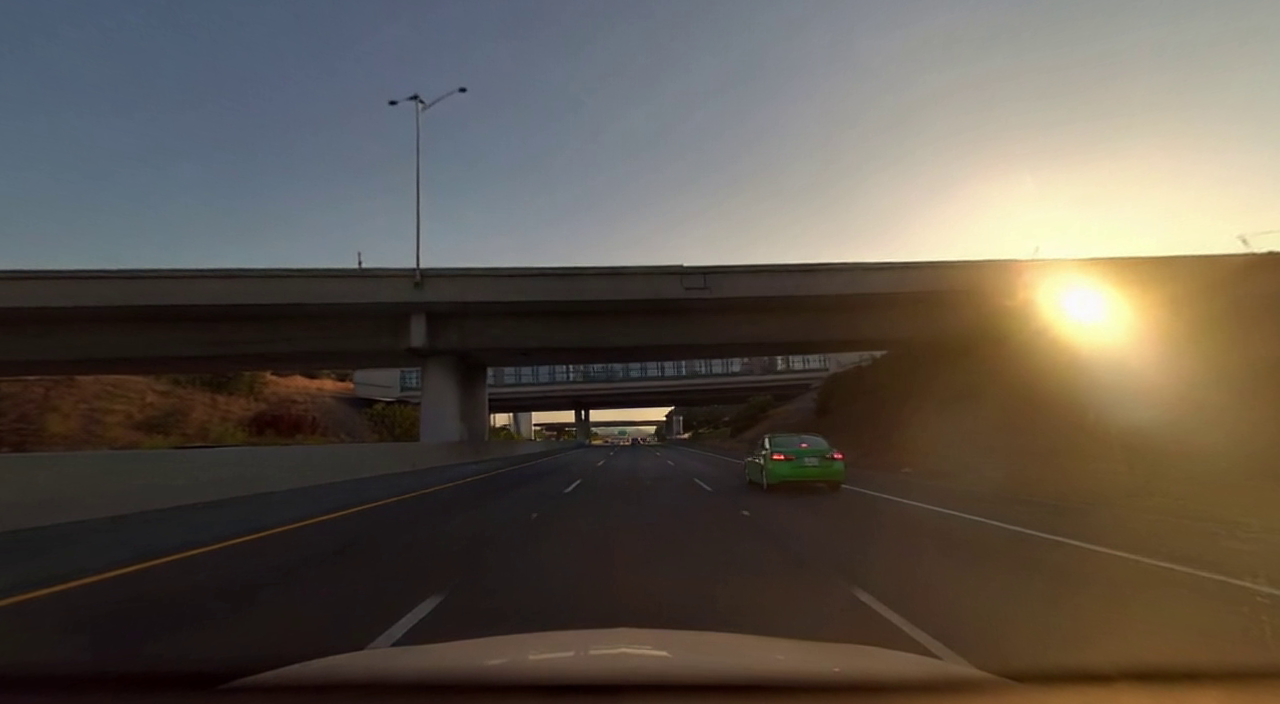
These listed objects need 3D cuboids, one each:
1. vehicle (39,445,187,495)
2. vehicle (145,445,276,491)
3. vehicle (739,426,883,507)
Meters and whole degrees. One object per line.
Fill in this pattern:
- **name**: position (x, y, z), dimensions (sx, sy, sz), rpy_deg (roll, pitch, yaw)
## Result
- **vehicle**: position (-19.736, 4.379, 23.852), dimensions (1.907, 1.651, 4.295), rpy_deg (0, -8, -1)
- **vehicle**: position (-16.298, 4.386, 24.204), dimensions (1.855, 1.526, 4.558), rpy_deg (0, -8, 0)
- **vehicle**: position (3.499, 2.407, 13.719), dimensions (1.946, 1.481, 3.969), rpy_deg (0, -8, -2)
